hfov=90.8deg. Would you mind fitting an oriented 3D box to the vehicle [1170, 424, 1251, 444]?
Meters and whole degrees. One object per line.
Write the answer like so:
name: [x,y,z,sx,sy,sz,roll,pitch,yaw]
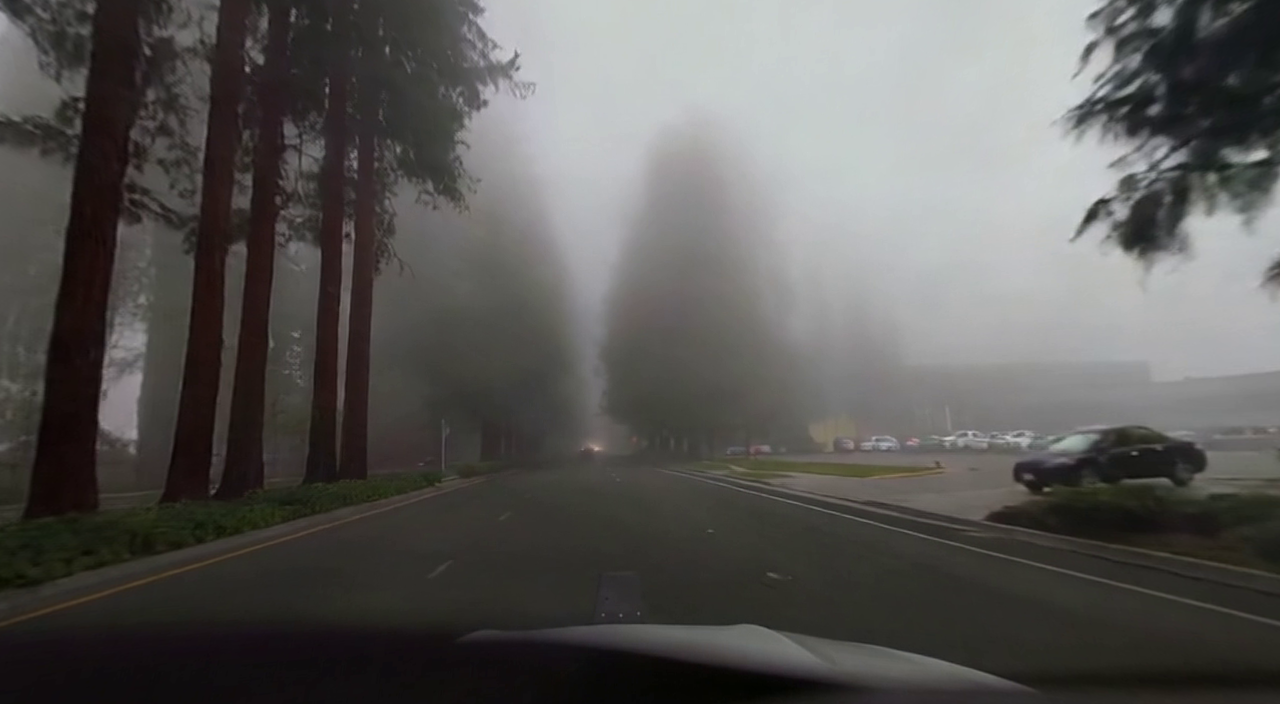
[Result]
vehicle: [44.248,6.436,49.155,1.720,1.443,4.685,0,-8,-3]
